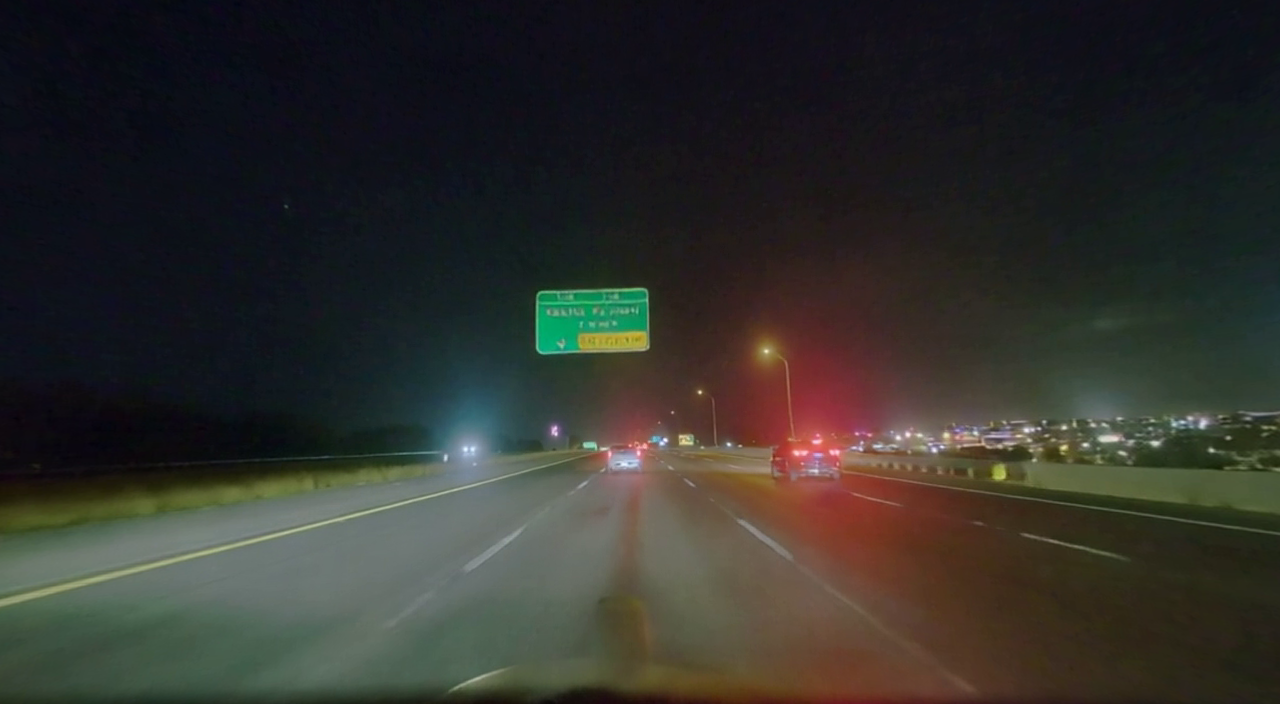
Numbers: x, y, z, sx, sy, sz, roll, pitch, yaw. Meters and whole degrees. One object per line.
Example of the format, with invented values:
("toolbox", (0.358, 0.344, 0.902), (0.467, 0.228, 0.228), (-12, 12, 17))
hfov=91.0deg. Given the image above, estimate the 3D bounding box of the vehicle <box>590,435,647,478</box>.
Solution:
("vehicle", (-0.803, 4.229, 25.655), (2.147, 1.576, 3.964), (0, -8, 0))
